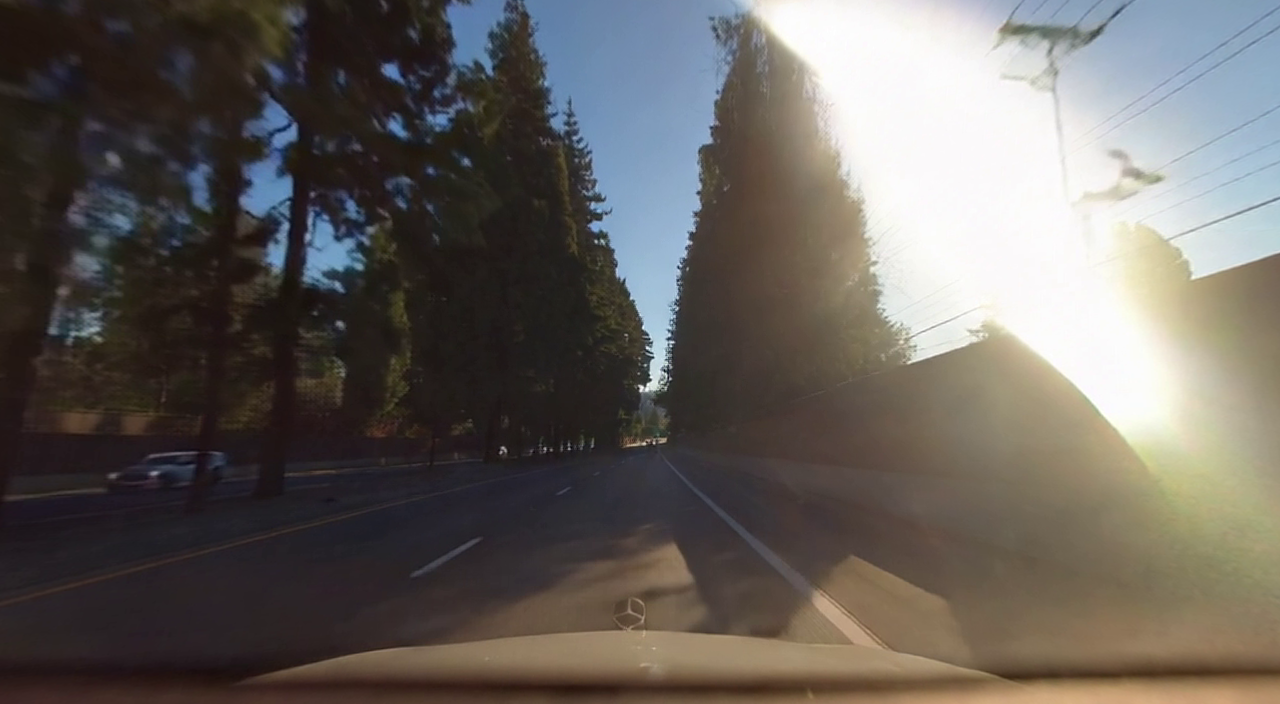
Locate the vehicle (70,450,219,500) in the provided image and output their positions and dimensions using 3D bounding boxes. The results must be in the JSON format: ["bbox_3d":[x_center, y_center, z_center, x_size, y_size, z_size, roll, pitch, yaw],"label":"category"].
[{"bbox_3d":[-18.195,4.497,23.482,1.930,1.608,4.414,0,-8,0],"label":"vehicle"}]
